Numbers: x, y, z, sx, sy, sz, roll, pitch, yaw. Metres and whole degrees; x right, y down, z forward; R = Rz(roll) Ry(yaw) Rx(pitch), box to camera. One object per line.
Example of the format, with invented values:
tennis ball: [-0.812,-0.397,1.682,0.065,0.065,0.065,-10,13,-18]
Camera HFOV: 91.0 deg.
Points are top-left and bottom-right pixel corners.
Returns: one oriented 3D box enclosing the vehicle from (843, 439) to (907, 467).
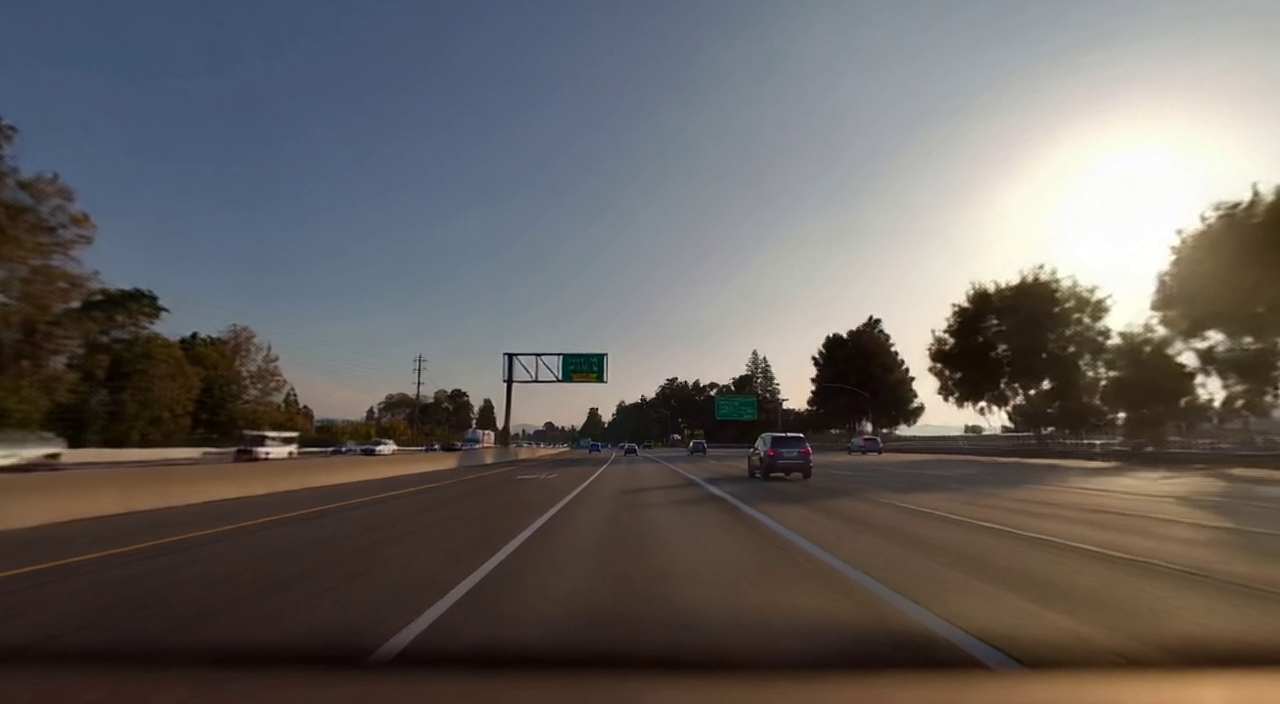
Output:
vehicle: [14.092,6.078,38.020,2.072,1.611,4.387,0,-8,-2]

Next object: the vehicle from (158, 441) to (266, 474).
vehicle: [-20.680,5.113,30.735,1.953,1.466,4.777,0,-8,-1]

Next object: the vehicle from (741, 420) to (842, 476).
vehicle: [7.029,4.643,30.584,2.779,2.339,8.073,0,-8,-1]
